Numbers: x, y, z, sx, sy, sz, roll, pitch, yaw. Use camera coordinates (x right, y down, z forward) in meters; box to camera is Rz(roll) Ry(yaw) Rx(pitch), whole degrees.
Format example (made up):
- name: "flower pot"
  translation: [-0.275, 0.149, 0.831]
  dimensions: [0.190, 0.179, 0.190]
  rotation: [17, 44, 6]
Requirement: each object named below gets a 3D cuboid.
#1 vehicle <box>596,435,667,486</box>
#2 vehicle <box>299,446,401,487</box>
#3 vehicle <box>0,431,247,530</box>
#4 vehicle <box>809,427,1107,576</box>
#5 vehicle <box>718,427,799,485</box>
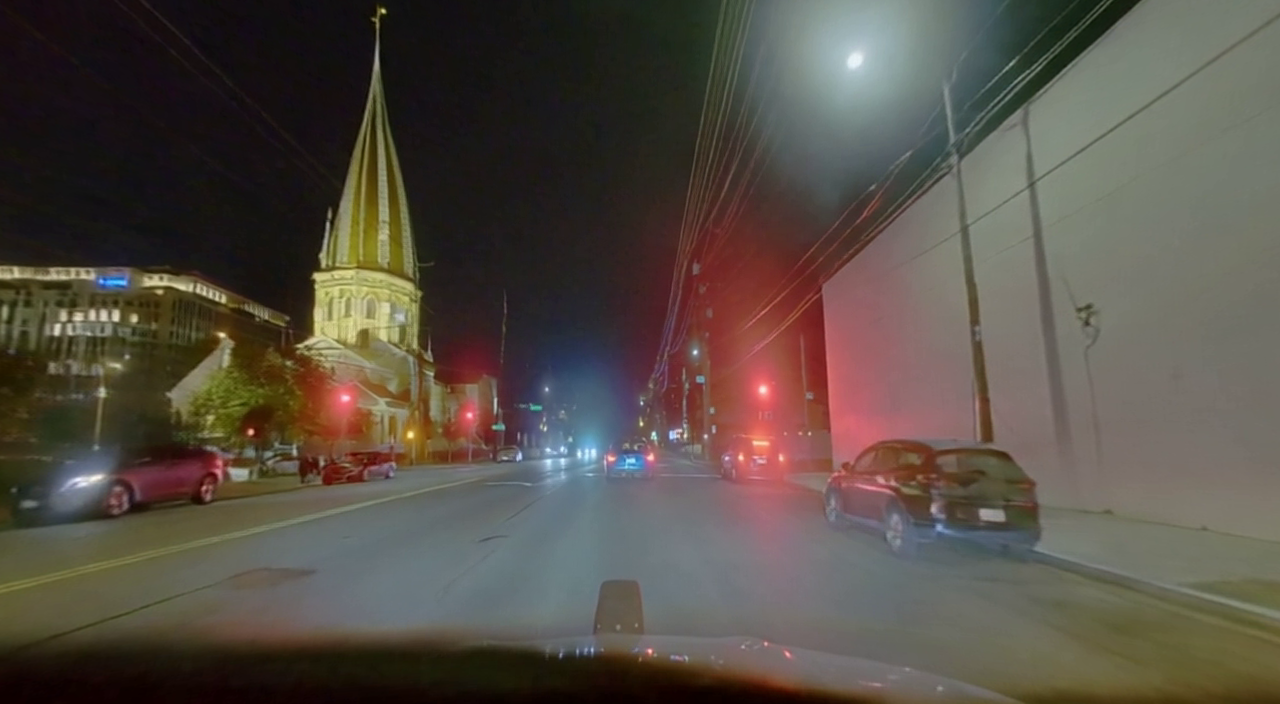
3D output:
- name: "vehicle"
  translation: [-0.282, 3.445, 20.397]
  dimensions: [2.049, 1.453, 4.299]
  rotation: [0, -8, -1]
- name: "vehicle"
  translation: [-11.982, 4.718, 26.504]
  dimensions: [1.980, 1.502, 4.655]
  rotation: [-1, -8, 1]
- name: "vehicle"
  translation: [-12.126, 2.961, 15.199]
  dimensions: [2.071, 1.814, 5.185]
  rotation: [-5, -8, 0]
- name: "vehicle"
  translation: [3.911, 1.813, 8.688]
  dimensions: [2.003, 1.524, 3.868]
  rotation: [0, -6, -1]
- name: "vehicle"
  translation: [3.917, 3.527, 21.727]
  dimensions: [2.015, 1.780, 4.261]
  rotation: [0, -8, 1]
